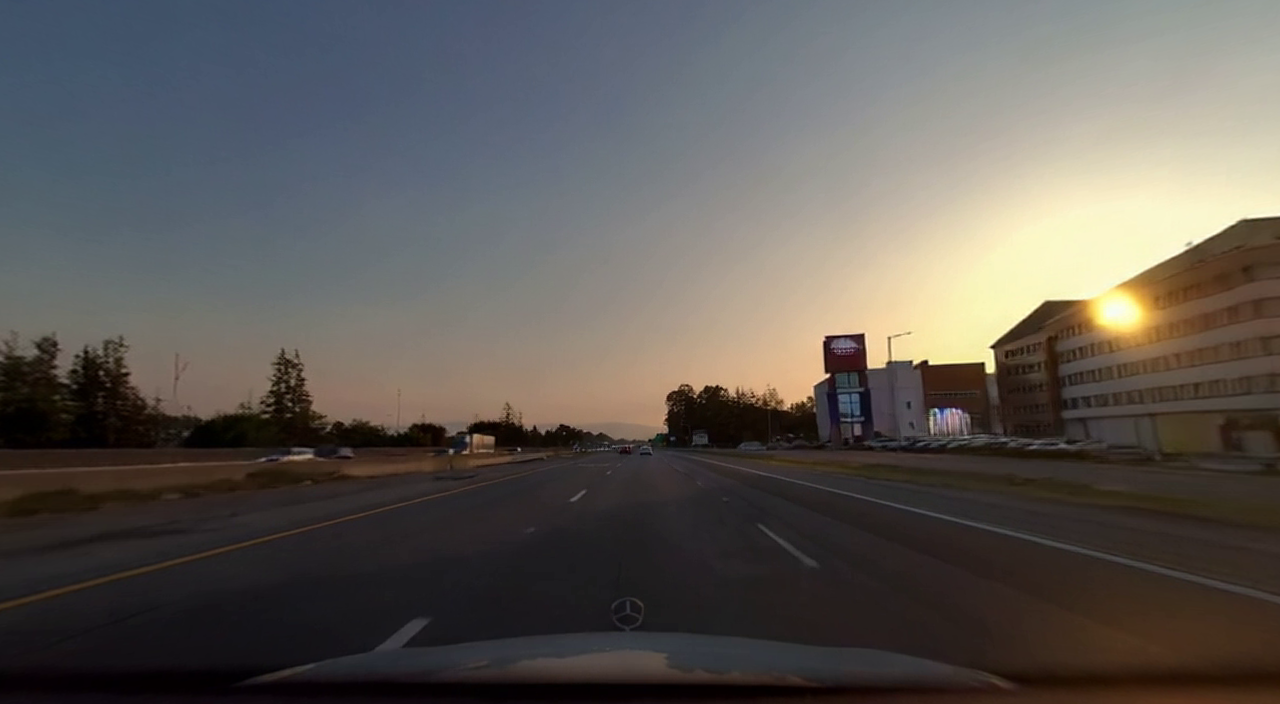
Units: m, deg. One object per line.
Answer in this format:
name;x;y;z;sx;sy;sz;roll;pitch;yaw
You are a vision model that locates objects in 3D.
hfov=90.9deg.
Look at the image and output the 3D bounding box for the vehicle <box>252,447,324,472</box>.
vehicle;-22.953;6.988;41.338;1.908;1.481;4.806;0;-8;1
